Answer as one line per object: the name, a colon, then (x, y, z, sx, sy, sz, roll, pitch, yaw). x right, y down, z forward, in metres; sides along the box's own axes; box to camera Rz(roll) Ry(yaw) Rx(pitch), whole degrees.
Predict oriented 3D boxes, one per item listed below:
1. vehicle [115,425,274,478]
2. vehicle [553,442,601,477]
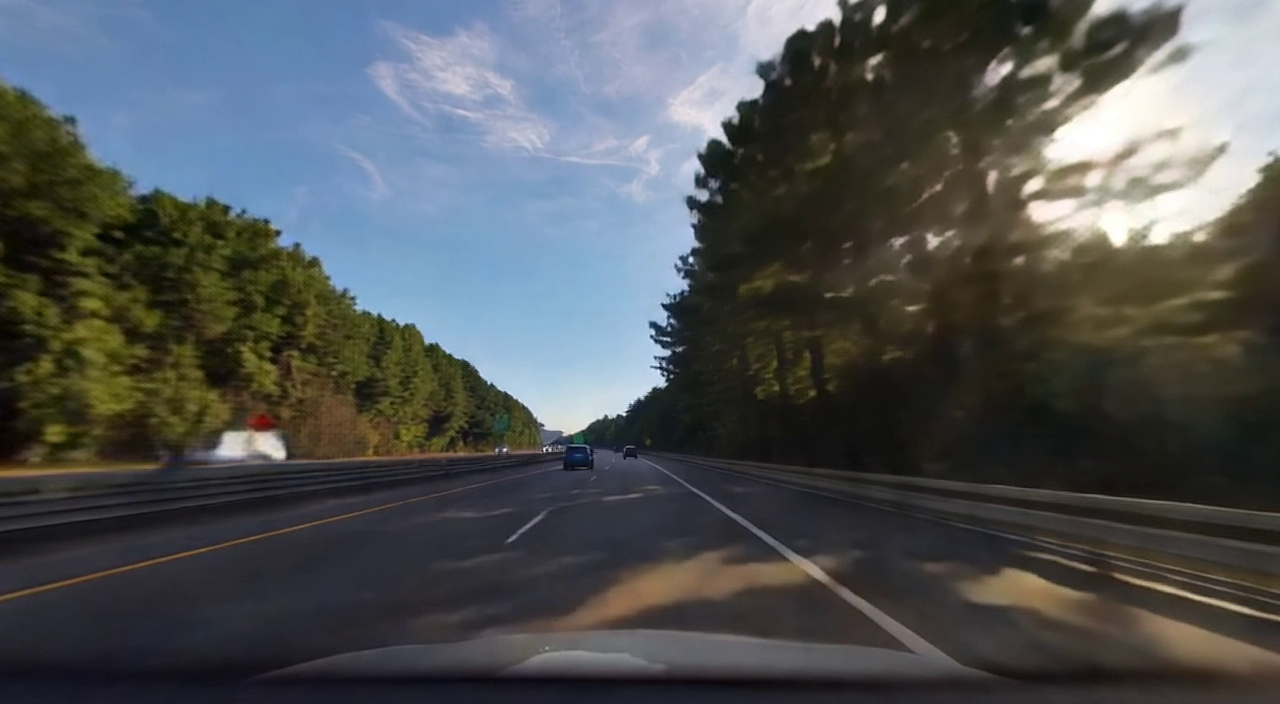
vehicle: (-13.662, 3.105, 19.740, 1.754, 1.456, 4.409, 0, -9, 0)
vehicle: (-3.324, 5.798, 34.204, 2.135, 1.755, 4.476, 0, -9, 0)
